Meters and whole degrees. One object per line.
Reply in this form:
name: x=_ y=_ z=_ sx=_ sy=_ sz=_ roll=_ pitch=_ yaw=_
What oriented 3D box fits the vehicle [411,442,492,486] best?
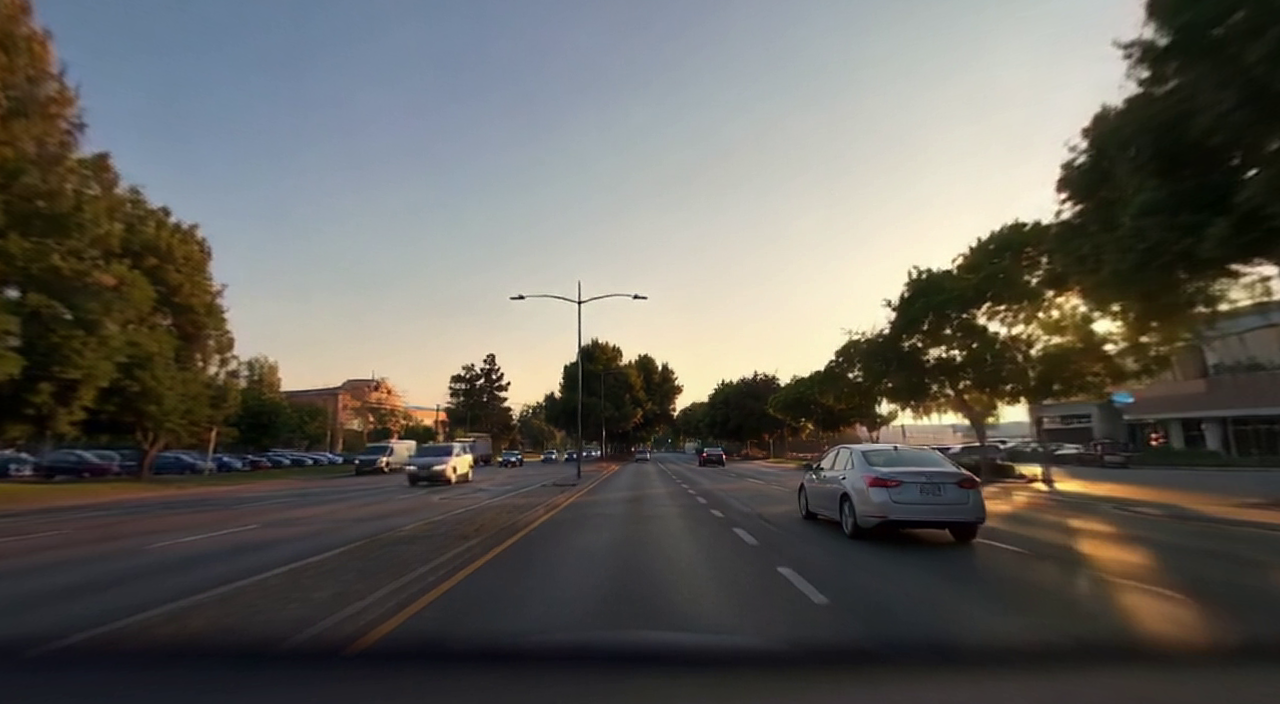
vehicle: x=-8.523 y=5.089 z=28.890 sx=2.156 sy=1.838 sz=4.945 roll=0 pitch=-9 yaw=0

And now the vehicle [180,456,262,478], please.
vehicle: x=-29.916 y=8.210 z=44.908 sx=4.549 sy=1.438 sz=1.796 roll=0 pitch=-9 yaw=-1

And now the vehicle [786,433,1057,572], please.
vehicle: x=3.614 y=1.993 z=9.158 sx=1.935 sy=1.501 sz=4.384 roll=0 pitch=-9 yaw=0

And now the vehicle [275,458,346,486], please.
vehicle: x=-19.234 y=7.010 z=36.838 sx=1.787 sy=1.452 sz=4.482 roll=0 pitch=-9 yaw=-1

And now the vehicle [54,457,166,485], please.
vehicle: x=-29.743 y=6.679 z=35.315 sx=4.499 sy=1.476 sz=1.869 roll=0 pitch=-9 yaw=-1

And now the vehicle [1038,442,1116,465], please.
vehicle: x=32.255 y=7.492 z=46.404 sx=4.394 sy=1.681 sz=2.009 roll=1 pitch=-8 yaw=-5

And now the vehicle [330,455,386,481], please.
vehicle: x=-19.074 y=7.844 z=42.624 sx=1.841 sy=1.573 sz=4.254 roll=0 pitch=-9 yaw=-1

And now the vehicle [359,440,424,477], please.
vehicle: x=-19.120 y=8.233 z=48.765 sx=2.242 sy=2.633 sz=6.792 roll=0 pitch=-9 yaw=1
